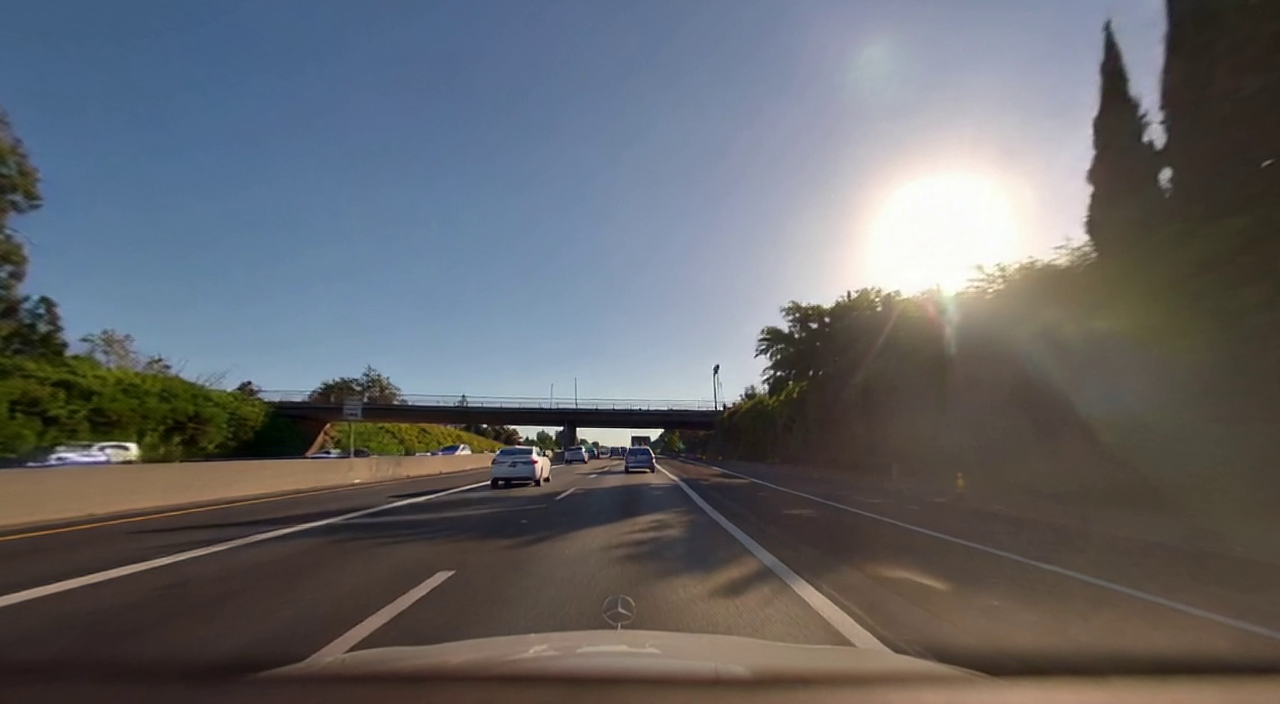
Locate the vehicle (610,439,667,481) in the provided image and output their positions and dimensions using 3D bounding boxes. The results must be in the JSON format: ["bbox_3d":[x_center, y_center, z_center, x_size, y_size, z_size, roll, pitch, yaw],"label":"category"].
[{"bbox_3d":[-0.103,4.900,28.944,2.378,1.750,4.355,0,-9,-1],"label":"vehicle"}]

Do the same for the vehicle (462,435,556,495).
[{"bbox_3d":[-4.062,3.574,20.391,2.044,1.717,4.421,0,-9,1],"label":"vehicle"}]

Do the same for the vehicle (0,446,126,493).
[{"bbox_3d":[-20.957,4.051,22.189,1.869,1.452,4.628,0,-9,0],"label":"vehicle"}]

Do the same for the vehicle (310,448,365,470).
[{"bbox_3d":[-21.348,7.520,44.715,1.822,1.467,4.062,0,-9,1],"label":"vehicle"}]

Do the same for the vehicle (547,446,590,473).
[{"bbox_3d":[-4.201,6.389,37.820,2.084,1.528,4.094,0,-9,0],"label":"vehicle"}]
